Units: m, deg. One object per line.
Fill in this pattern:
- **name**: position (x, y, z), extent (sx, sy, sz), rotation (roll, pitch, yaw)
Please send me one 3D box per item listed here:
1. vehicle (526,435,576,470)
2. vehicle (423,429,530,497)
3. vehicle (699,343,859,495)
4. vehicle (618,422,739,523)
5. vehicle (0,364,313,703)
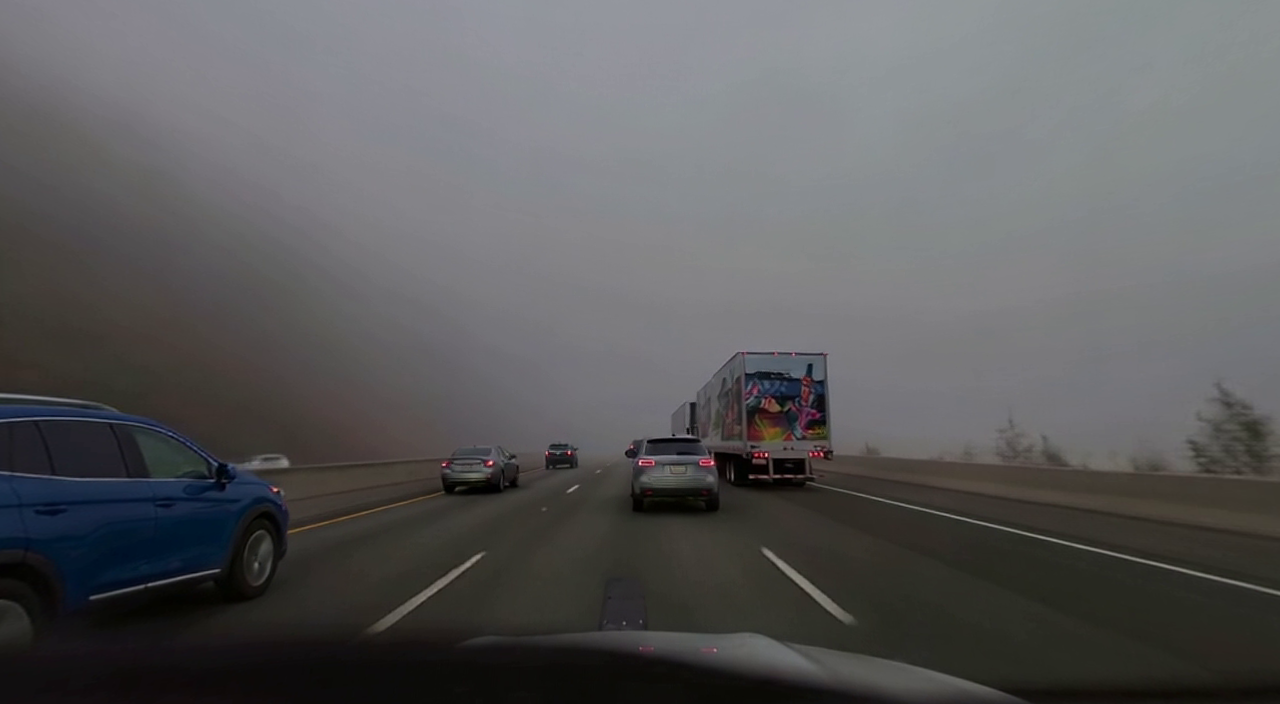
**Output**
- **vehicle**: position (-4.629, 5.305, 33.421), extent (2.014, 1.683, 4.275), rotation (0, -8, 0)
- **vehicle**: position (-4.315, 2.983, 17.254), extent (1.905, 1.642, 3.803), rotation (0, -8, 0)
- **vehicle**: position (4.407, 2.798, 24.112), extent (2.828, 4.081, 14.220), rotation (0, -8, 0)
- **vehicle**: position (0.595, 2.264, 12.338), extent (2.017, 1.662, 3.543), rotation (0, -8, -1)
- **vehicle**: position (-4.092, 0.988, 3.659), extent (1.983, 1.666, 4.452), rotation (0, -8, 0)
